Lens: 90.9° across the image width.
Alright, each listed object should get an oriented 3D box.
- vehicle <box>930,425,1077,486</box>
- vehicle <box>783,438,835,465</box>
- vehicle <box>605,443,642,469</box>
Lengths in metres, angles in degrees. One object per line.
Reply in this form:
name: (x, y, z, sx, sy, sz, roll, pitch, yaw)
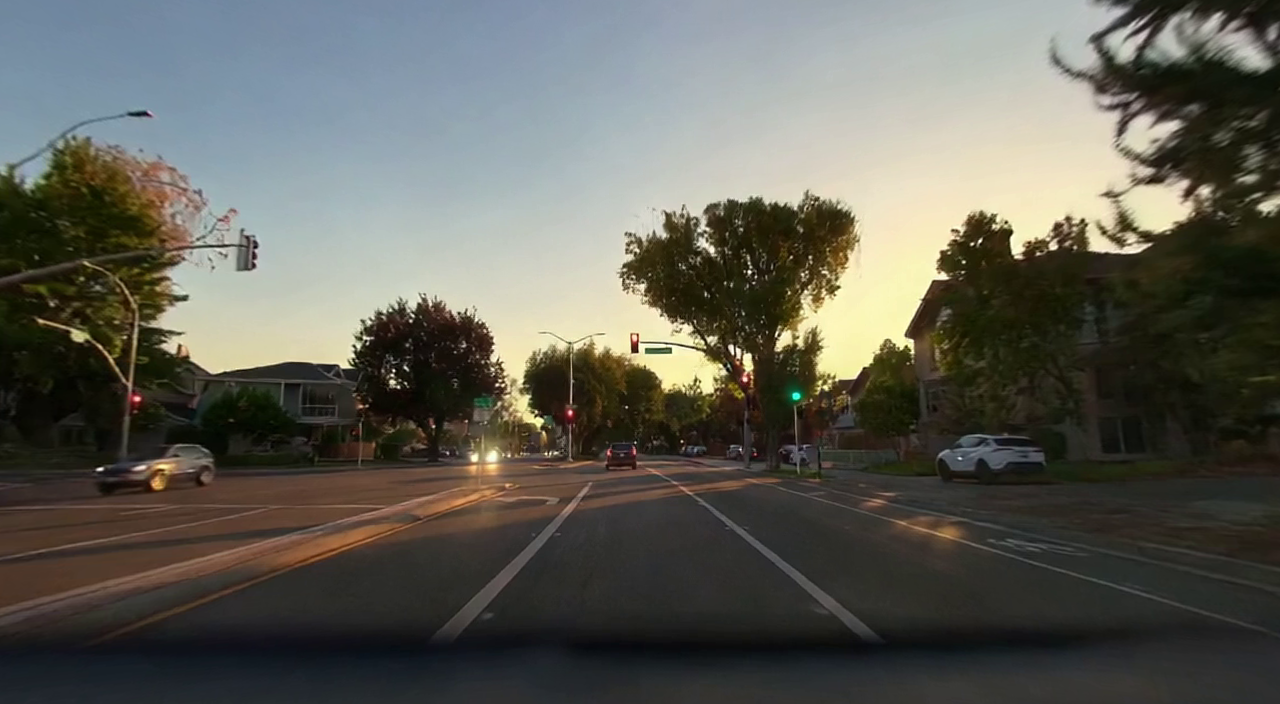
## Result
vehicle: (11.799, 3.391, 20.924, 2.053, 1.759, 4.494, 0, -8, -2)
vehicle: (11.244, 6.656, 42.231, 2.018, 1.665, 4.576, 0, -8, -2)
vehicle: (-1.044, 6.320, 38.427, 2.113, 1.462, 4.203, 0, -8, -2)
